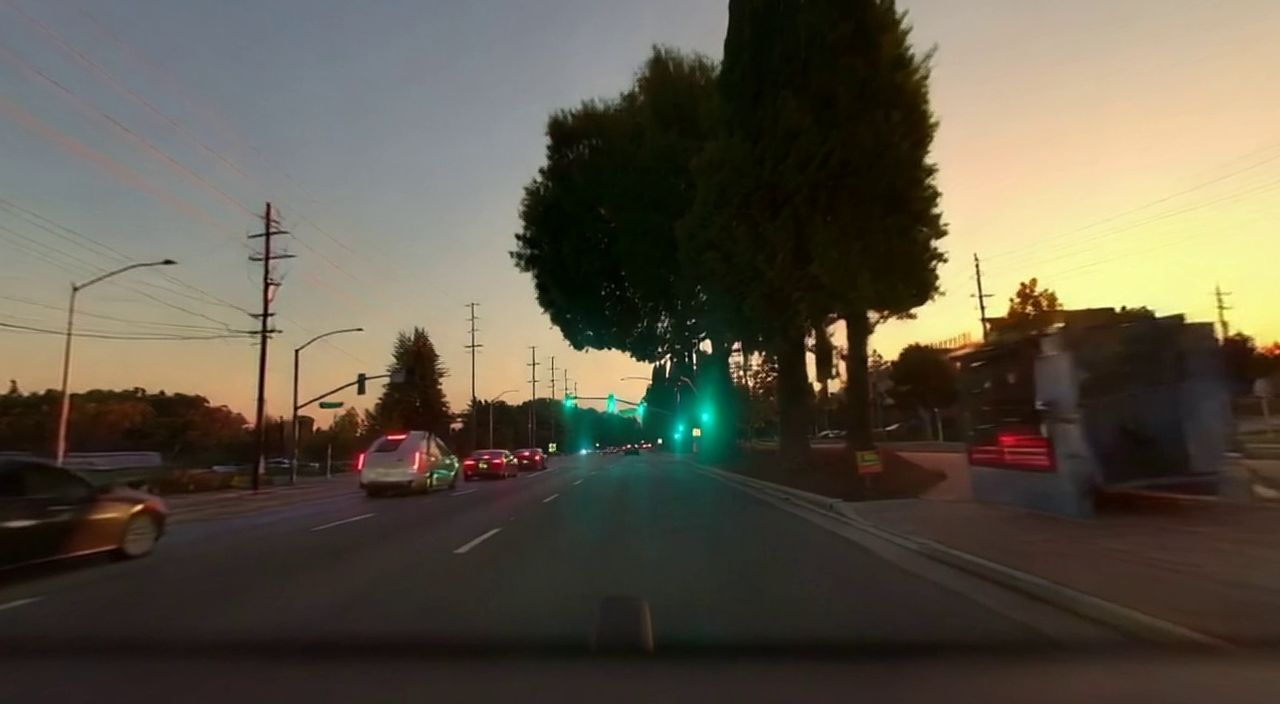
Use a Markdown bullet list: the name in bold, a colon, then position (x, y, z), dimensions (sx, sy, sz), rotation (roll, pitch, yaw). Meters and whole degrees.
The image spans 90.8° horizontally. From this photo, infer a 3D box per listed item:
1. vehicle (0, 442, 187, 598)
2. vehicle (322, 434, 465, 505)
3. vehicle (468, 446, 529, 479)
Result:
- **vehicle**: position (-7.074, 1.626, 6.213), dimensions (2.008, 1.456, 4.409), rotation (0, -9, -1)
- **vehicle**: position (-6.976, 3.360, 18.596), dimensions (2.101, 1.768, 5.040), rotation (0, -9, 1)
- **vehicle**: position (-6.924, 5.437, 31.429), dimensions (1.854, 1.481, 4.518), rotation (0, -9, 2)
